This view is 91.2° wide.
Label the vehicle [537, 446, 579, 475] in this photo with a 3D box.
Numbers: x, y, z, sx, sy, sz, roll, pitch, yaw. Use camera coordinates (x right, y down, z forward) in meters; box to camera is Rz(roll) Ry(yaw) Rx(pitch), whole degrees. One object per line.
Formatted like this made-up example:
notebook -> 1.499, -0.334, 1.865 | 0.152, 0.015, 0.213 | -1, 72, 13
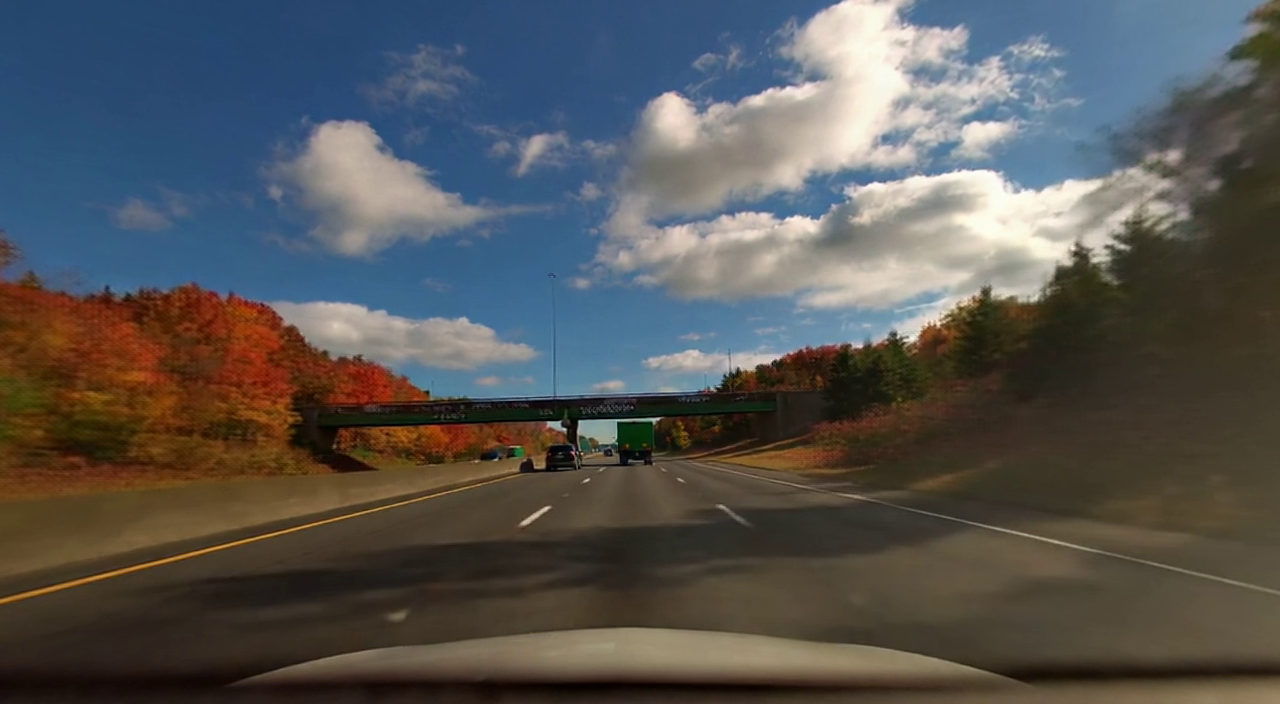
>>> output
vehicle -> -4.507, 6.037, 35.088 | 1.892, 1.529, 3.996 | 0, -9, -1
